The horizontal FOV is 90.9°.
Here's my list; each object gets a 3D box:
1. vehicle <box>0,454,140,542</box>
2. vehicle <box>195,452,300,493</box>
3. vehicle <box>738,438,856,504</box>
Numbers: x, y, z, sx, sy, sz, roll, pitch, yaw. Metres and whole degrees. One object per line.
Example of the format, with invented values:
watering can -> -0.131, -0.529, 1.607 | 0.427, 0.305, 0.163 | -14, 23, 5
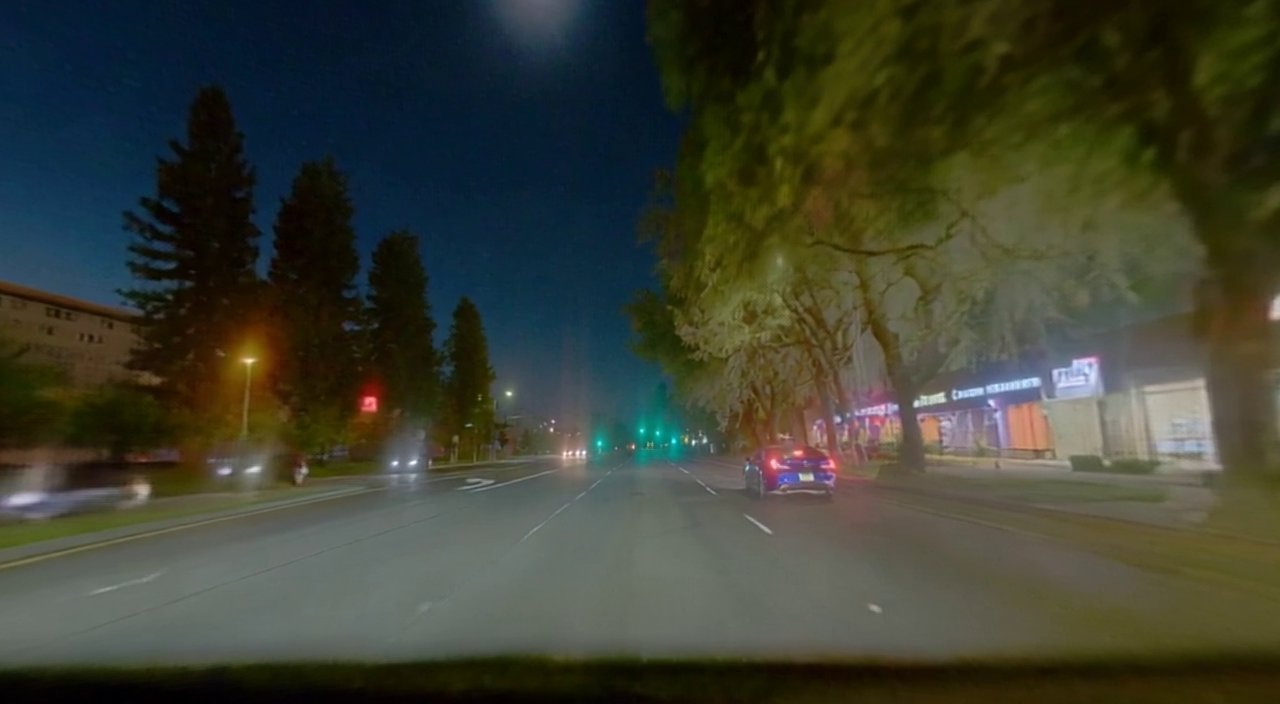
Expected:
vehicle -> -12.447, 2.775, 12.175 | 1.986, 1.514, 4.300 | -1, -9, 1
vehicle -> -19.040, 5.831, 30.880 | 2.098, 1.797, 4.646 | -1, -9, 1
vehicle -> 3.948, 3.055, 16.686 | 1.977, 1.474, 4.399 | -1, -9, 0
